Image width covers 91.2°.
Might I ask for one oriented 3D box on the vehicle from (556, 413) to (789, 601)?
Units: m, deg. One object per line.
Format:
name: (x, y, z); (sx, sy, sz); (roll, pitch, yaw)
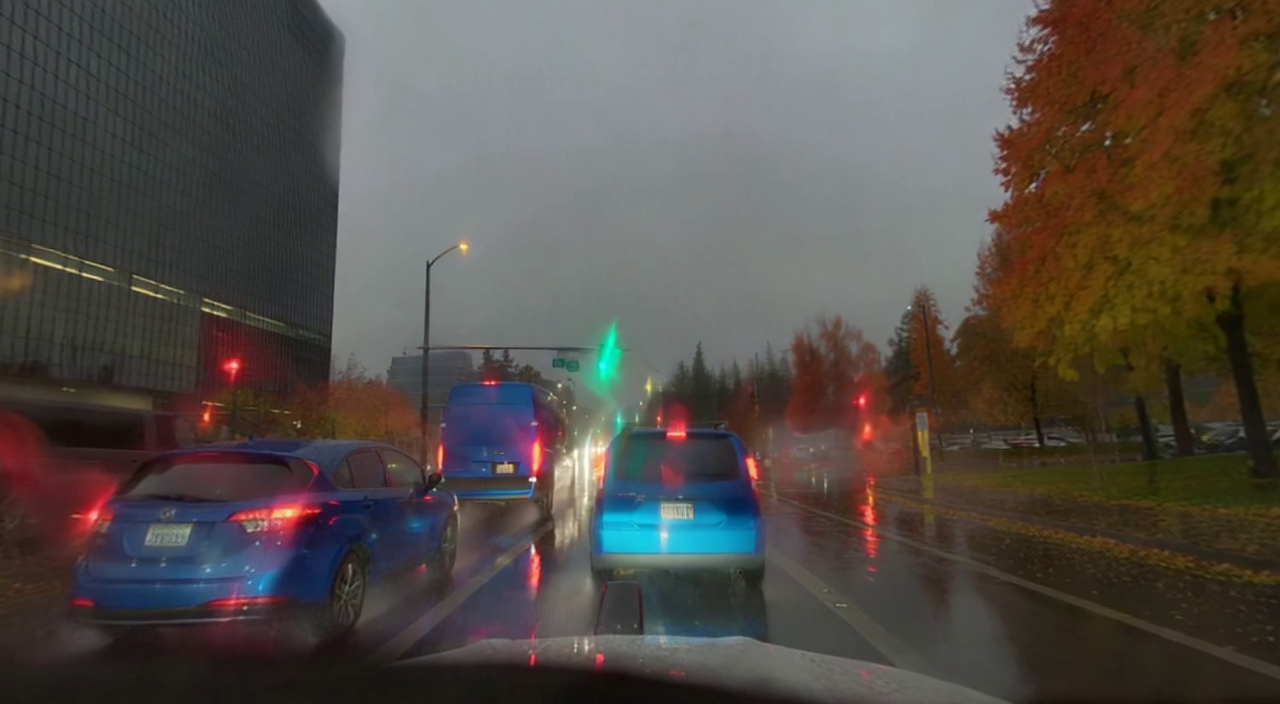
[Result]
vehicle: (0.192, 1.599, 7.212); (1.979, 1.562, 3.630); (0, -9, -3)

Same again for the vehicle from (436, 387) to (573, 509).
vehicle: (-3.262, 2.537, 16.593); (2.343, 2.635, 5.684); (0, -9, 0)

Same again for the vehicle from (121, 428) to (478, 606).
vehicle: (-3.488, 1.756, 7.572); (1.955, 1.499, 4.223); (0, -9, 0)

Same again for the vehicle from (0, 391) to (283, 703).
vehicle: (-2.907, 0.815, 1.513); (1.893, 1.491, 3.798); (0, -9, -1)
